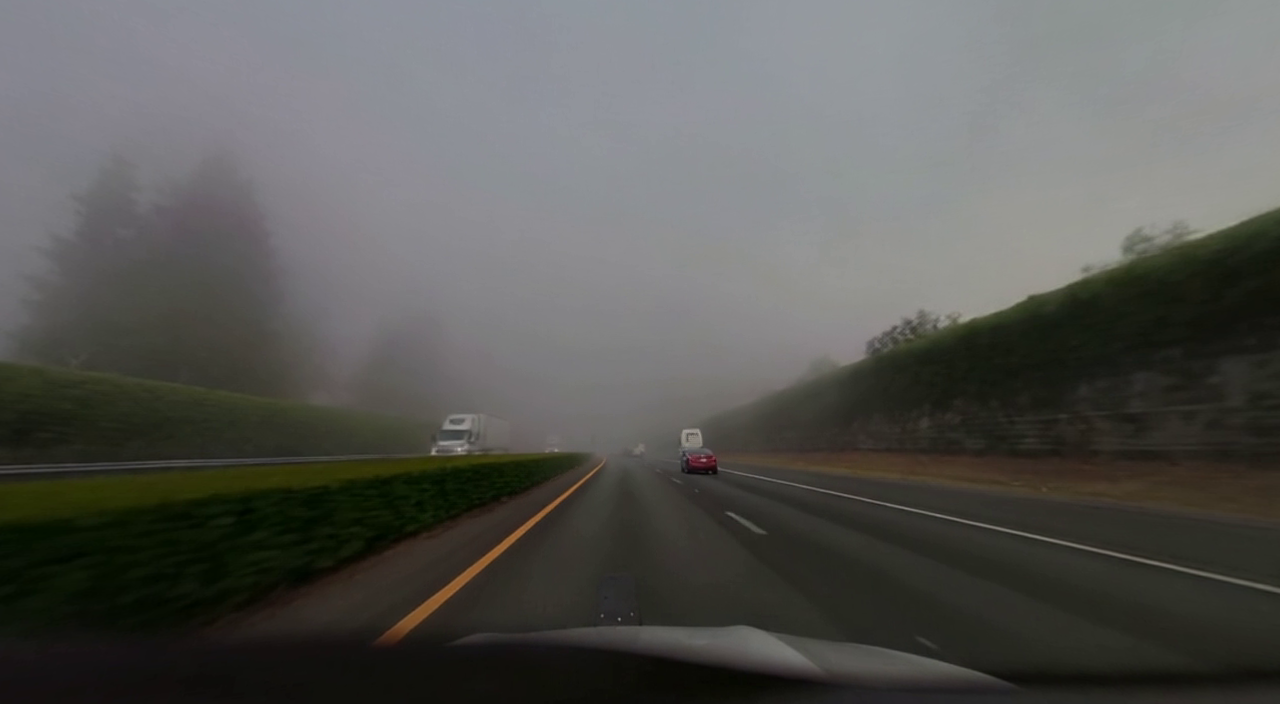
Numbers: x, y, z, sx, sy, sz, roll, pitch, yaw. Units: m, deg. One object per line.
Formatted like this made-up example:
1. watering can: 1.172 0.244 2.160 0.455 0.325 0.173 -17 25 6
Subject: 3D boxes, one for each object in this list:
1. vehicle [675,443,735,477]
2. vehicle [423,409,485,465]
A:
1. vehicle: 3.074 5.277 30.822 2.244 1.498 4.338 0 -9 -3
2. vehicle: -14.191 6.599 48.289 3.118 3.986 5.803 0 -9 -2
